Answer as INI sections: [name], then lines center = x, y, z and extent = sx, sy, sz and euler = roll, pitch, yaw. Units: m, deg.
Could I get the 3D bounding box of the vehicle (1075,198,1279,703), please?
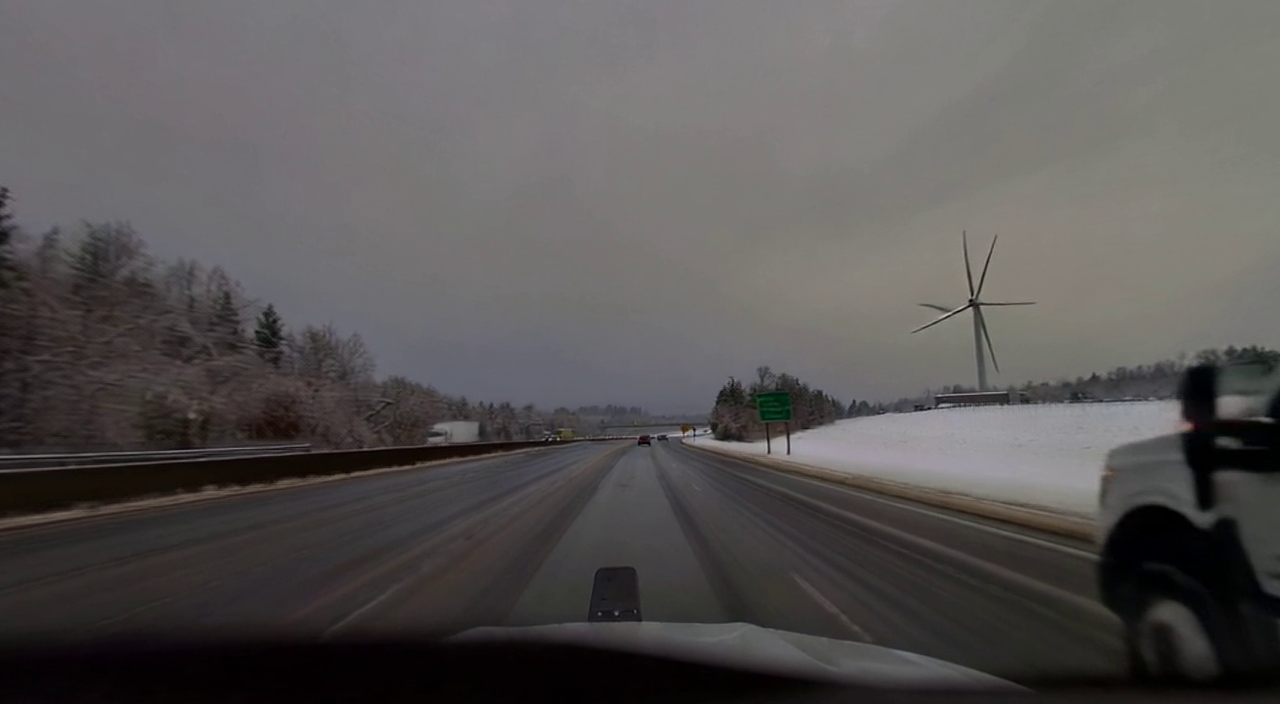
[vehicle]
center = 3.165, 0.262, 0.142
extent = 2.211, 1.982, 5.346
euler = 0, -8, -1
